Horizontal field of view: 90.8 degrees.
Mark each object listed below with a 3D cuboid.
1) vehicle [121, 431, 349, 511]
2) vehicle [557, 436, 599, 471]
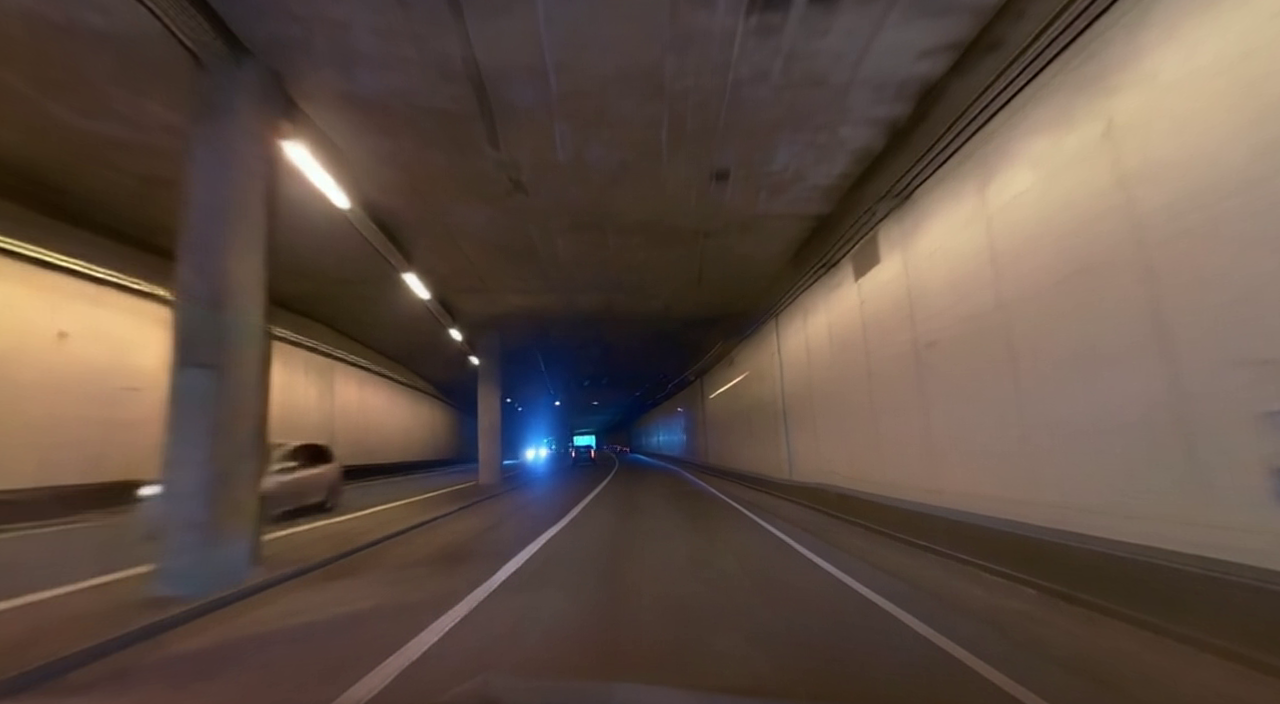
[{"bbox_3d":[-8.351,2.485,13.687,1.963,1.414,4.567,0,-8,-1],"label":"vehicle"},{"bbox_3d":[-3.323,5.540,34.613,1.961,1.725,4.315,0,-8,-1],"label":"vehicle"}]
